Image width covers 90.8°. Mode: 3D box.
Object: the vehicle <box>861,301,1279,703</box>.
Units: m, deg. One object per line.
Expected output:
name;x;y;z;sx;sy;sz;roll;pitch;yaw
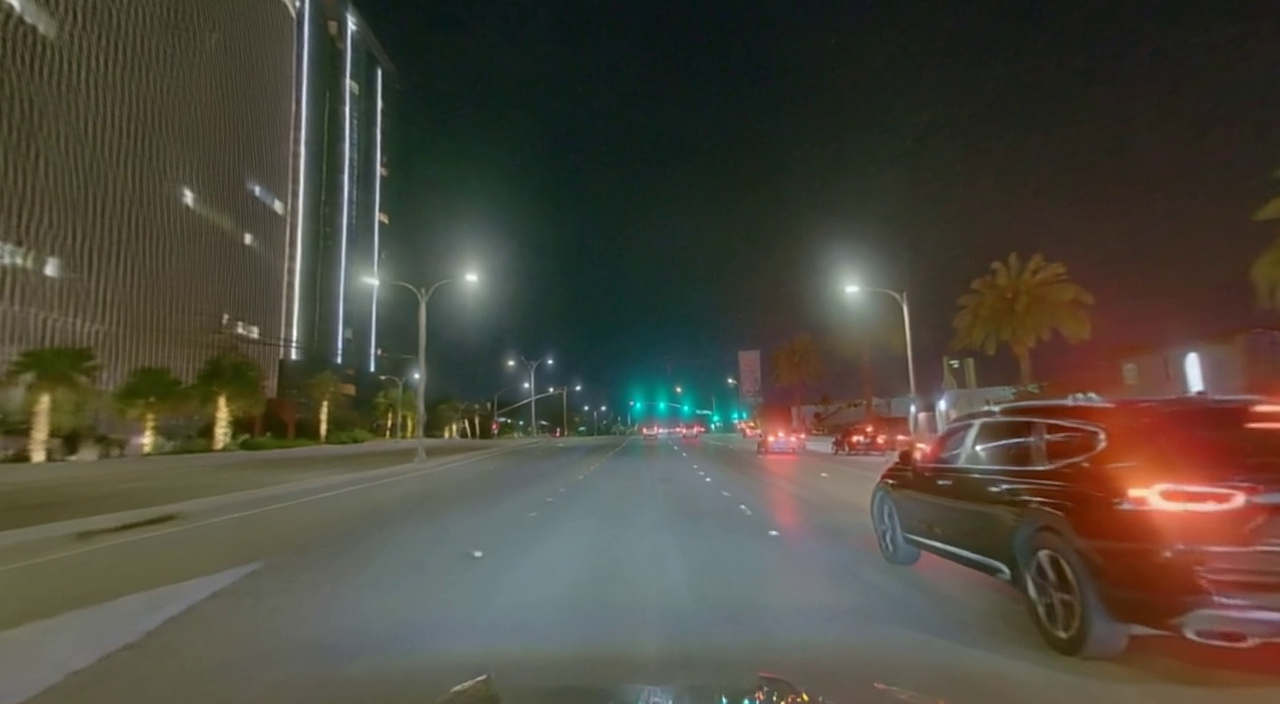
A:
vehicle;3.589;0.999;4.530;2.219;1.795;4.718;0;-8;-1

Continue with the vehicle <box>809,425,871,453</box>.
vehicle;11.411;5.019;36.339;1.871;1.465;4.395;0;-8;-4
